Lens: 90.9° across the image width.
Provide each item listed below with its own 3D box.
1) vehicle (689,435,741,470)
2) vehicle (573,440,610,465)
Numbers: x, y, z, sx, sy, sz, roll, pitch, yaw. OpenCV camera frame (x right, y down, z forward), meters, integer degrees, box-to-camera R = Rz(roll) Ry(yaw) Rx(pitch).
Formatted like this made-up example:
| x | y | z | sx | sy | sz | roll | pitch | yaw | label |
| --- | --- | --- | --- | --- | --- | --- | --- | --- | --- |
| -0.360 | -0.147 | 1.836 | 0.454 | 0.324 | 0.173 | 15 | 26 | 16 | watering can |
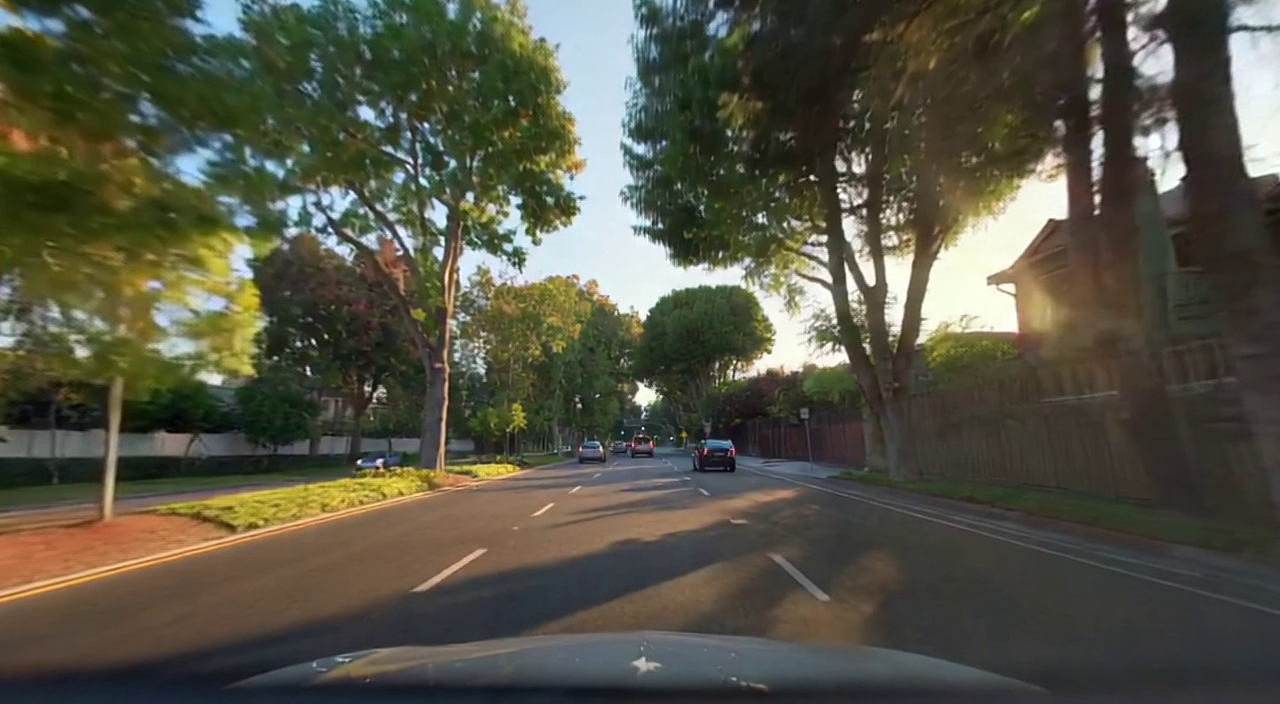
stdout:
| x | y | z | sx | sy | sz | roll | pitch | yaw | label |
| --- | --- | --- | --- | --- | --- | --- | --- | --- | --- |
| 3.887 | 5.309 | 33.469 | 2.182 | 1.688 | 4.187 | 0 | -8 | -1 | vehicle |
| -3.015 | 6.411 | 40.247 | 1.940 | 1.473 | 4.133 | 0 | -8 | 1 | vehicle |
